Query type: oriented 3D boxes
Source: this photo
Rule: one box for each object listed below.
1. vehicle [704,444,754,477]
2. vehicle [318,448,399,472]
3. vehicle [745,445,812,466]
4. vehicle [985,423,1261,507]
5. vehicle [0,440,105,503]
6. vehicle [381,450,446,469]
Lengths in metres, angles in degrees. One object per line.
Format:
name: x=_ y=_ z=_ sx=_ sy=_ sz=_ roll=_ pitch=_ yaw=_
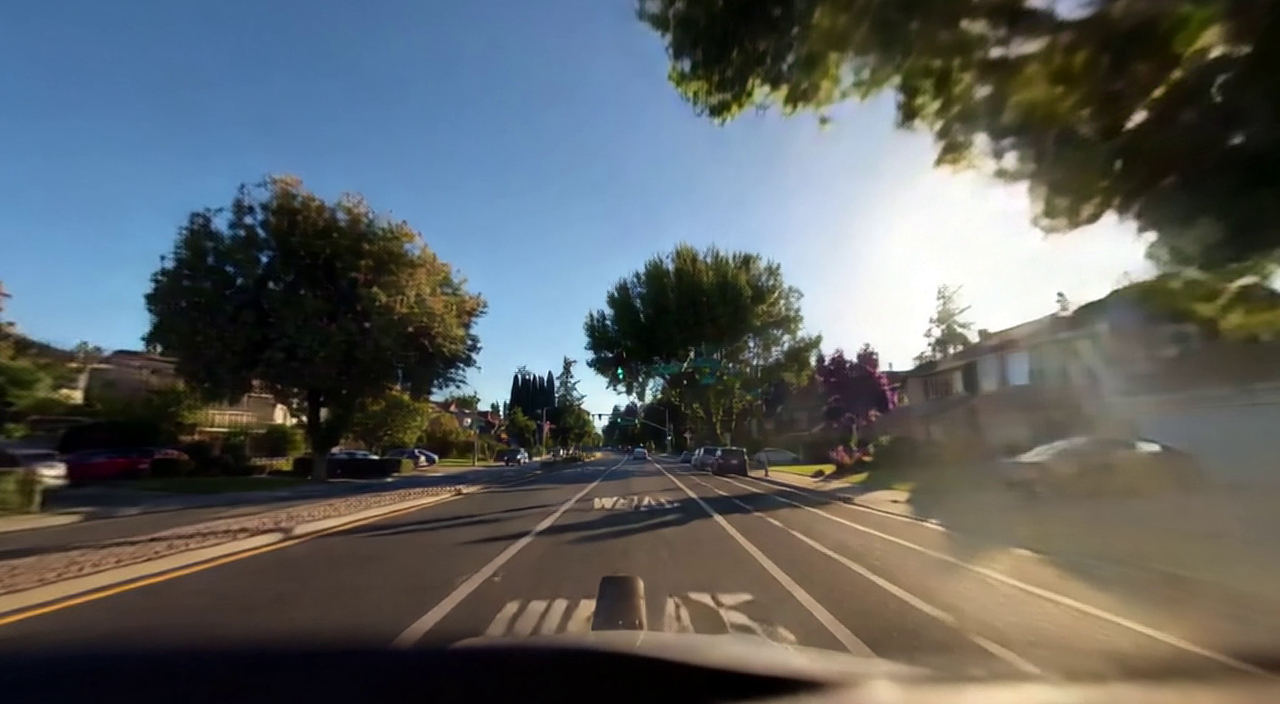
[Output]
vehicle: x=5.176 y=6.331 z=37.074 sx=2.164 sy=1.729 sz=4.488 roll=2 pitch=-9 yaw=-2
vehicle: x=-18.285 y=7.030 z=40.955 sx=4.355 sy=1.482 sz=1.794 roll=0 pitch=-9 yaw=0
vehicle: x=10.906 y=8.190 z=49.800 sx=4.875 sy=1.609 sz=1.954 roll=0 pitch=-9 yaw=1
vehicle: x=11.387 y=2.693 z=15.143 sx=4.880 sy=1.842 sz=2.069 roll=0 pitch=-9 yaw=-1
vehicle: x=-18.400 y=3.350 z=17.955 sx=4.328 sy=1.674 sz=1.931 roll=1 pitch=-9 yaw=-3
vehicle: x=-17.725 y=8.423 z=49.380 sx=4.349 sy=1.457 sz=1.997 roll=1 pitch=-8 yaw=-2
